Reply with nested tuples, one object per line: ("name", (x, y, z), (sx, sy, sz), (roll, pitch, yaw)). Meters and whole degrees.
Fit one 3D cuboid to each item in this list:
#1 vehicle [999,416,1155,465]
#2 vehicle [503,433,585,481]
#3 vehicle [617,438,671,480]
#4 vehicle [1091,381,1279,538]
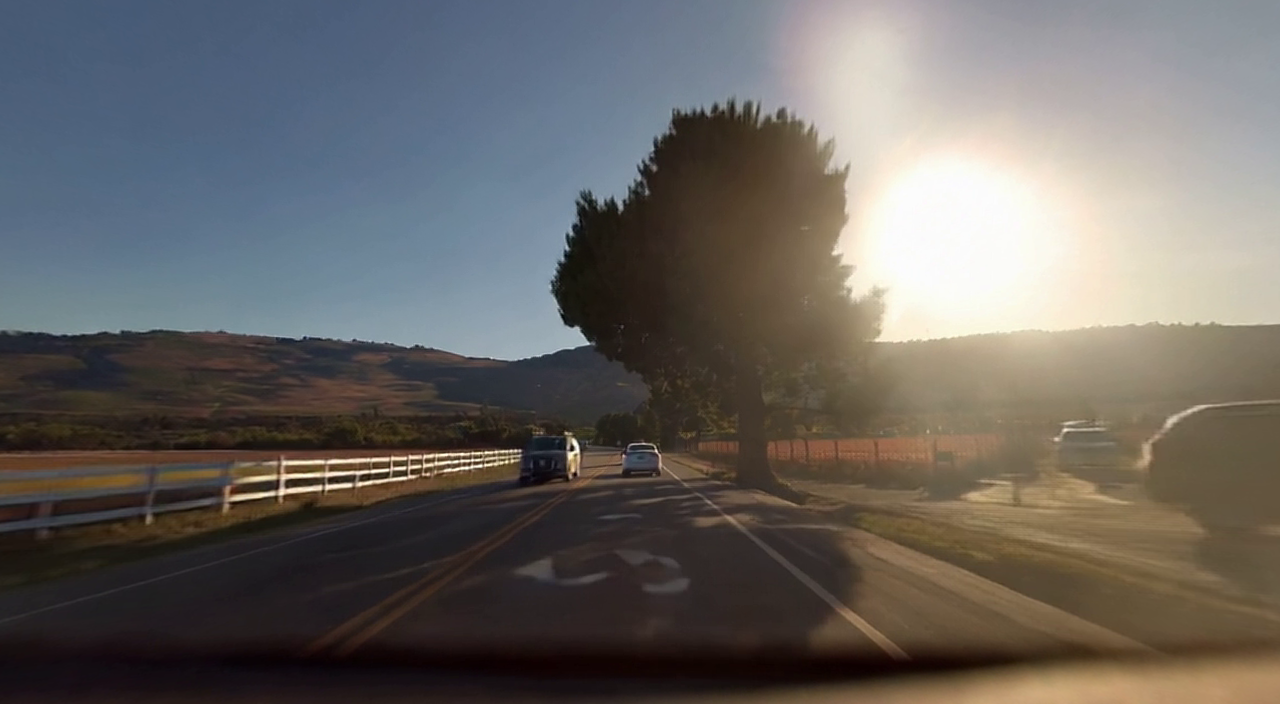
("vehicle", (17.233, 3.578, 25.228), (1.943, 1.739, 4.668), (4, -10, -25))
("vehicle", (-4.559, 5.183, 31.516), (2.906, 2.116, 6.952), (0, -9, 1))
("vehicle", (0.154, 4.580, 27.230), (2.158, 1.669, 4.006), (0, -9, 0))
("vehicle", (9.310, 1.376, 8.081), (2.402, 1.965, 6.091), (0, -9, -2))
